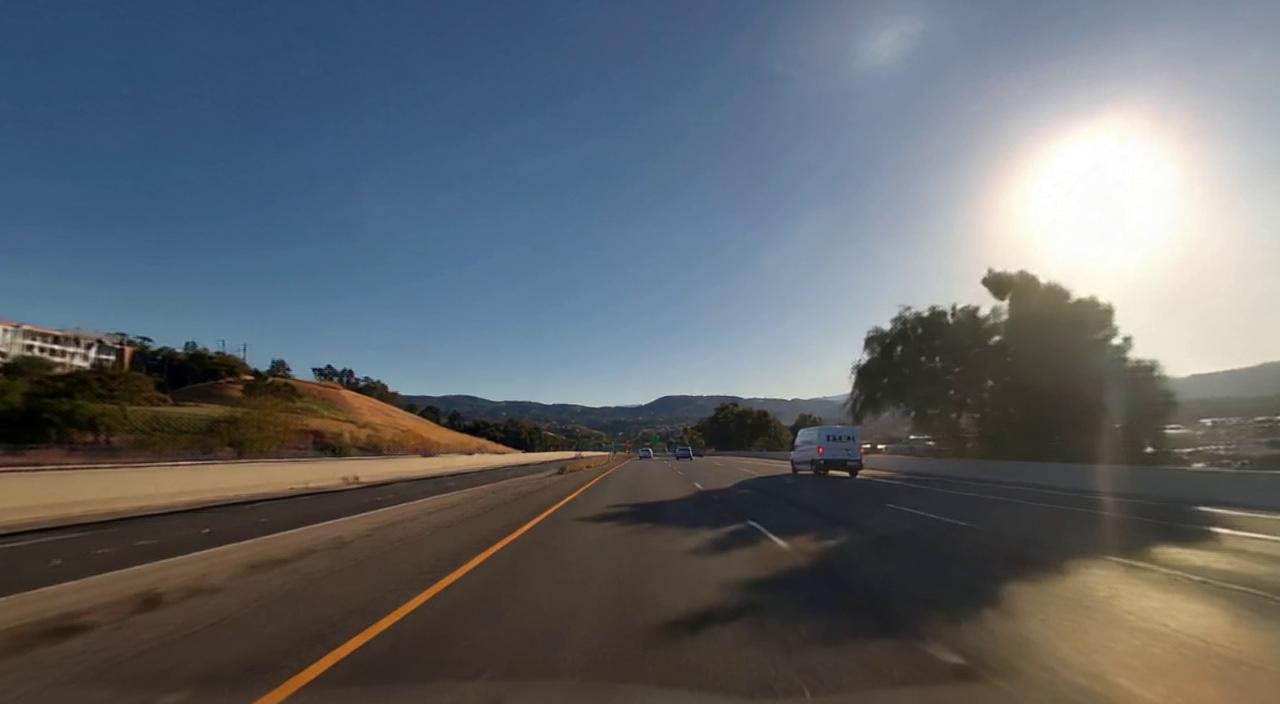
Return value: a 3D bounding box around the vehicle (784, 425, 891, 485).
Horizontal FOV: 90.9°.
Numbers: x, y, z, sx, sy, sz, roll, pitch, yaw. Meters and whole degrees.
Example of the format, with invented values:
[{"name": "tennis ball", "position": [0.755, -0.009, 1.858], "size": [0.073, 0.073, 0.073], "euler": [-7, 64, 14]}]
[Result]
[{"name": "vehicle", "position": [7.434, 3.940, 24.502], "size": [2.275, 2.059, 5.543], "euler": [0, -8, -1]}]
